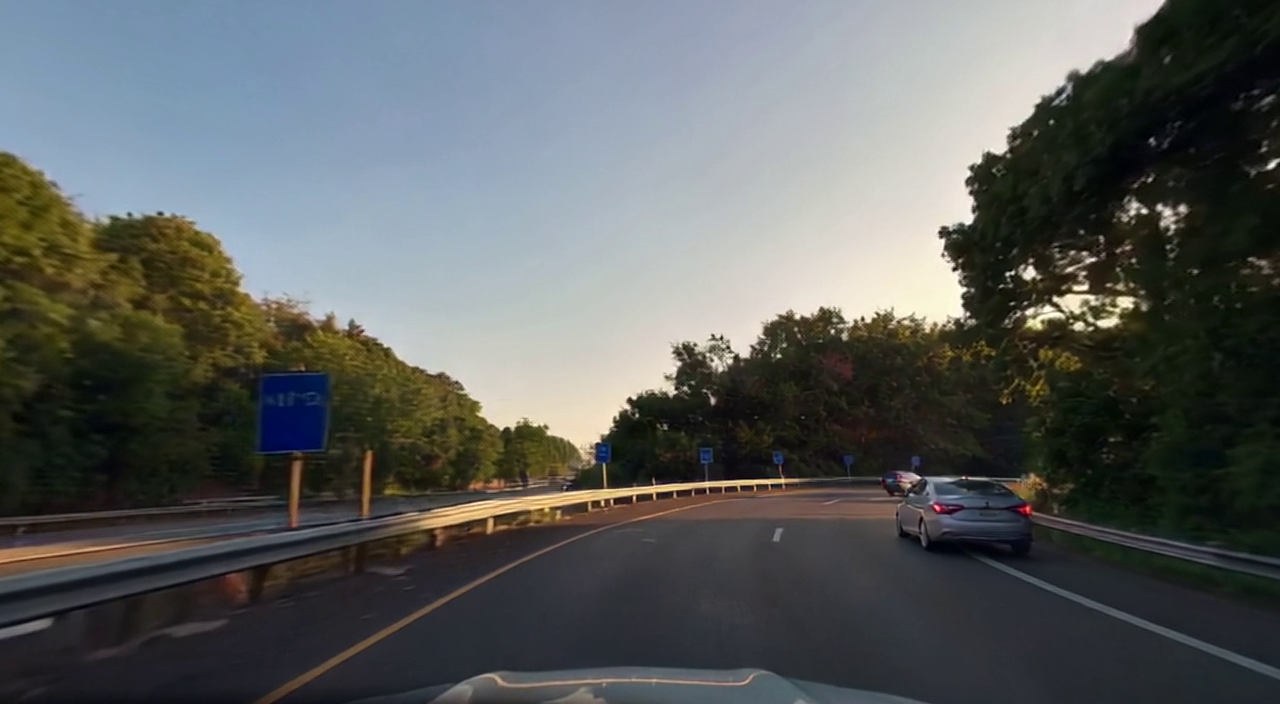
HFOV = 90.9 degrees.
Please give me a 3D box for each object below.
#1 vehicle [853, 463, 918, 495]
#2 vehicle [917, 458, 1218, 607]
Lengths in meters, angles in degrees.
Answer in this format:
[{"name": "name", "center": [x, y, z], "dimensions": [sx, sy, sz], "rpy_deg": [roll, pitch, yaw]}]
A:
[{"name": "vehicle", "center": [12.719, 6.529, 32.547], "dimensions": [1.992, 1.503, 3.793], "rpy_deg": [-7, -13, 39]}, {"name": "vehicle", "center": [5.761, 2.424, 9.296], "dimensions": [2.023, 1.593, 4.105], "rpy_deg": [-1, -10, 9]}]
